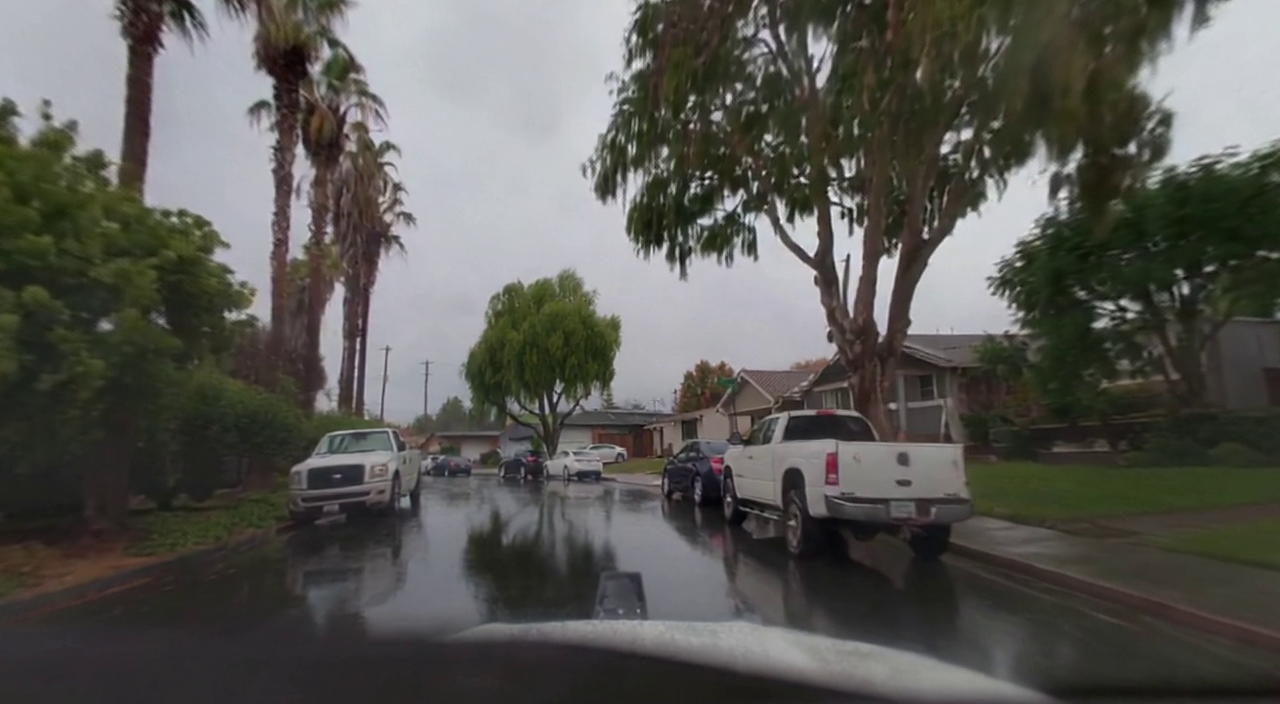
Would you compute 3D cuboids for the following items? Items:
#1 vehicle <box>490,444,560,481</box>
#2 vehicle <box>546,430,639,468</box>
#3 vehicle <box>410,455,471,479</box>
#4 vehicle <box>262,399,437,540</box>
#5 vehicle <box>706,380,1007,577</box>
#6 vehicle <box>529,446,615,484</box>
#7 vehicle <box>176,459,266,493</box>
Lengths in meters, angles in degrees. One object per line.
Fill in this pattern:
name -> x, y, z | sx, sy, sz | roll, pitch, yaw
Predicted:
vehicle -> -6.250, 5.870, 33.799 | 1.918, 1.753, 4.655 | 6, -10, -34
vehicle -> -3.020, 6.213, 40.372 | 5.510, 2.121, 2.129 | 0, -8, 15
vehicle -> -14.036, 8.043, 44.175 | 4.768, 1.484, 2.006 | -8, -11, 44
vehicle -> -6.333, 2.593, 14.634 | 2.337, 2.289, 6.092 | -6, -7, -14
vehicle -> 2.530, 1.641, 9.019 | 2.139, 1.997, 4.864 | 1, -8, -6
vehicle -> -3.265, 5.171, 29.204 | 2.108, 1.503, 4.977 | 5, -9, -30
vehicle -> -32.129, 9.530, 48.292 | 5.628, 2.109, 2.395 | 1, -13, 18
